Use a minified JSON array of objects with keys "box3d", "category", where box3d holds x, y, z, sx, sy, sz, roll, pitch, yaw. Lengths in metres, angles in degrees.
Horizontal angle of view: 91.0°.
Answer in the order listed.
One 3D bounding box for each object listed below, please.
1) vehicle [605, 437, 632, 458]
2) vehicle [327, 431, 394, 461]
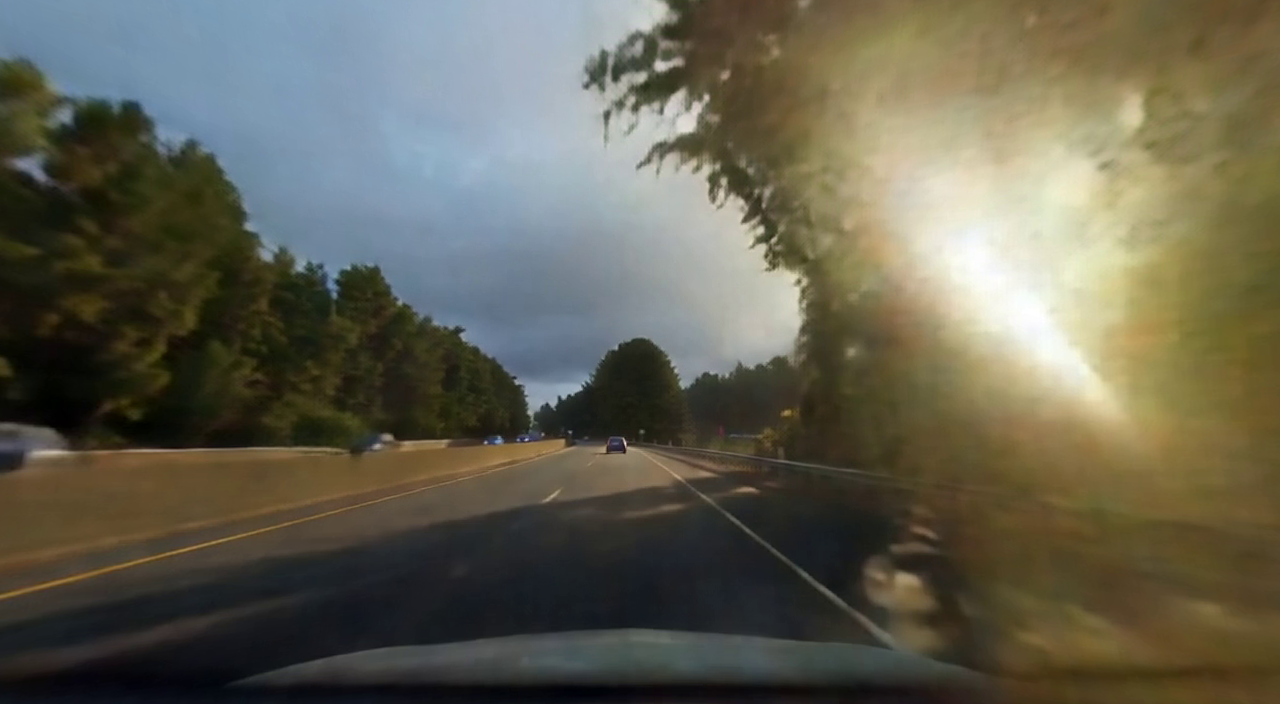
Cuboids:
[{"box3d":[-1.703,7.496,49.630,2.004,1.515,3.968,0,-8,-3],"category":"vehicle"},{"box3d":[-16.068,5.425,36.408,1.890,1.588,4.437,0,-8,-1],"category":"vehicle"}]
